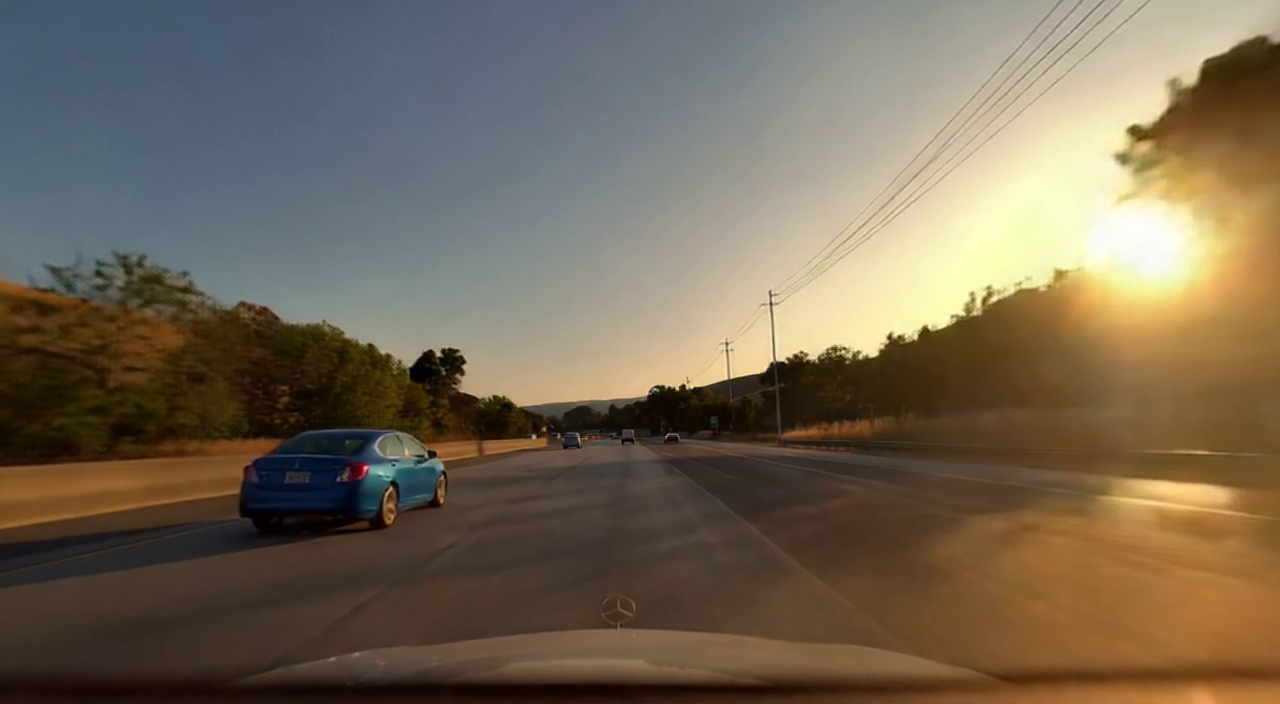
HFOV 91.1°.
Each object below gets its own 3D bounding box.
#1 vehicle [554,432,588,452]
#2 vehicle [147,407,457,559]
[{"bbox_3d":[-5.210,6.870,48.071,2.080,1.478,4.347,0,-8,0],"label":"vehicle"},{"bbox_3d":[-4.182,1.661,8.798,2.023,1.580,4.259,0,-8,-1],"label":"vehicle"}]
